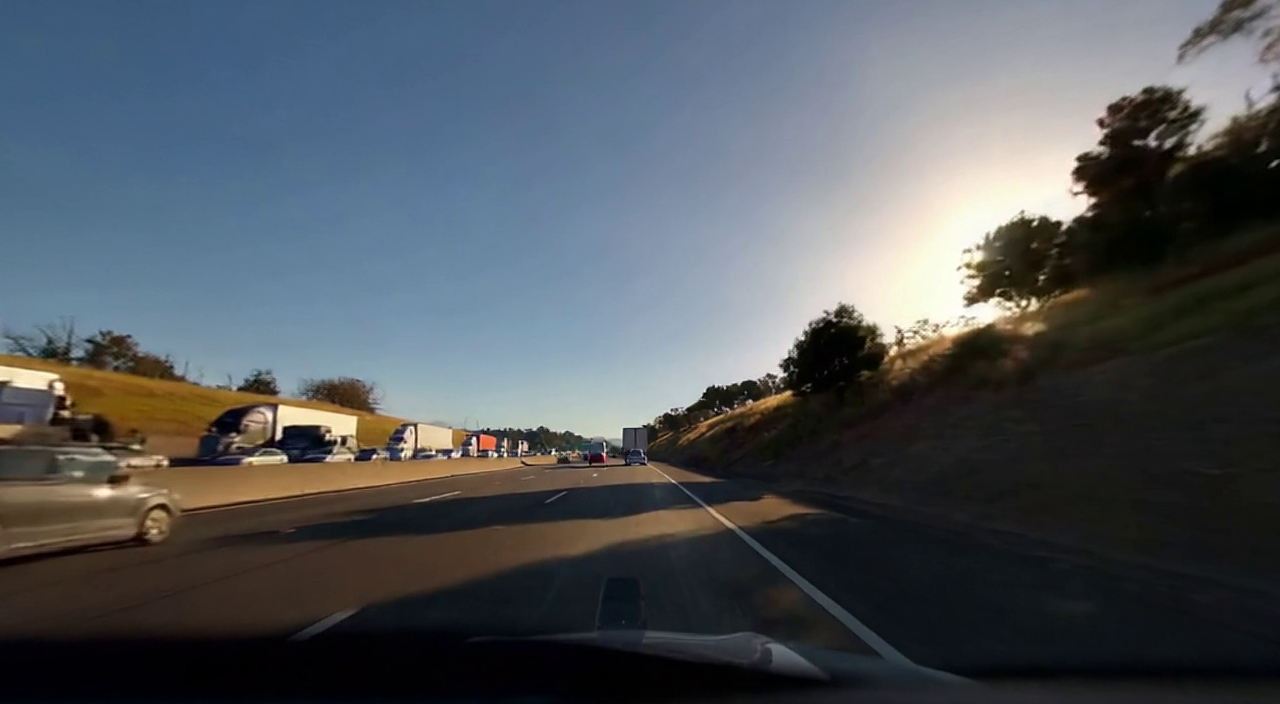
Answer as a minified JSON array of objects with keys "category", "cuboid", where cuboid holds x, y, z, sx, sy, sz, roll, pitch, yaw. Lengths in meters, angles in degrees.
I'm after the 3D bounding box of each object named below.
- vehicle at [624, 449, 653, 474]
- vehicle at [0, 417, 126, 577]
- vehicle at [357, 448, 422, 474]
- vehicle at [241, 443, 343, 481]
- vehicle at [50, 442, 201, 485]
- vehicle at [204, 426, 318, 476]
[{"category":"vehicle","cuboid":[-0.128,7.819,45.057,2.009,1.657,3.962,0,-9,-1]},{"category":"vehicle","cuboid":[-7.632,1.385,5.768,2.004,1.629,4.506,0,-9,0]},{"category":"vehicle","cuboid":[-14.562,6.353,36.918,1.976,1.423,4.416,0,-9,0]},{"category":"vehicle","cuboid":[-14.389,4.572,26.368,1.891,1.426,4.156,0,-9,-1]},{"category":"vehicle","cuboid":[-19.306,4.196,23.986,1.948,1.434,4.490,0,-9,0]},{"category":"vehicle","cuboid":[-19.109,5.053,32.241,2.223,2.287,5.862,0,-9,-1]}]
